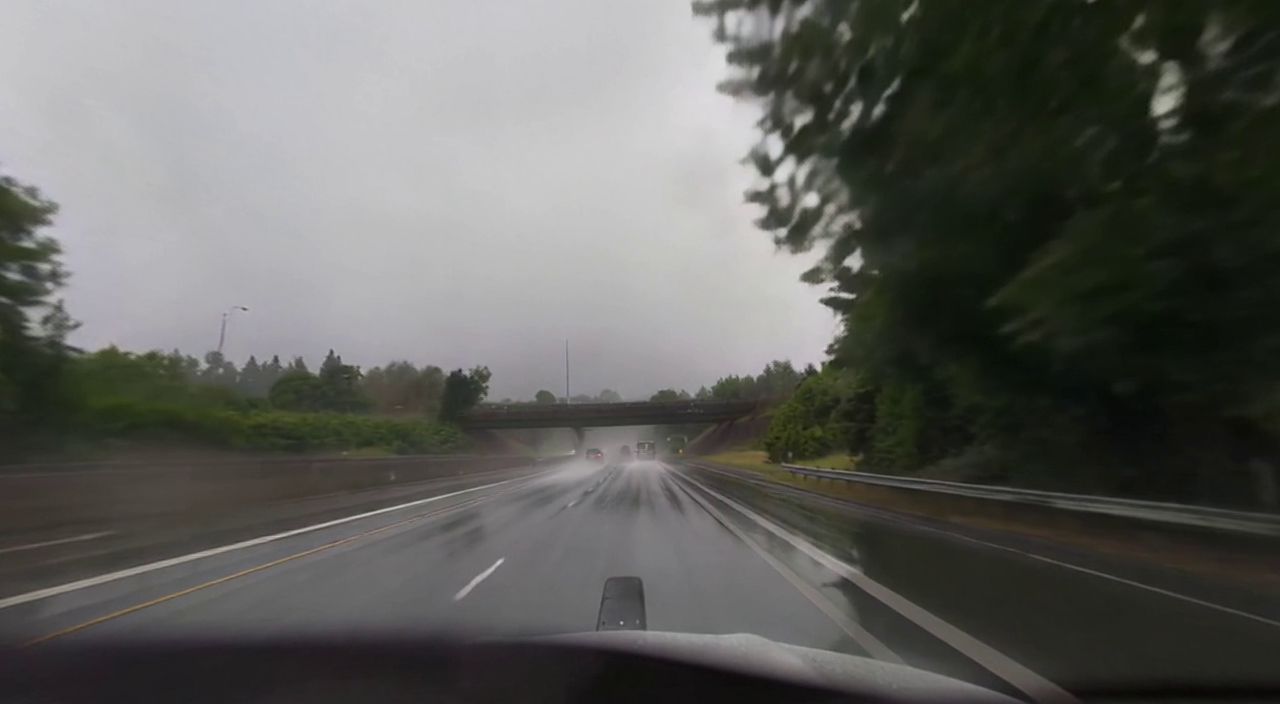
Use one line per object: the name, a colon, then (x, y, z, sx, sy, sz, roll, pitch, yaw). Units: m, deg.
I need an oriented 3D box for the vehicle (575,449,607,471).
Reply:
vehicle: (-3.589, 8.013, 46.986, 2.049, 1.575, 4.019, 0, -9, 0)
